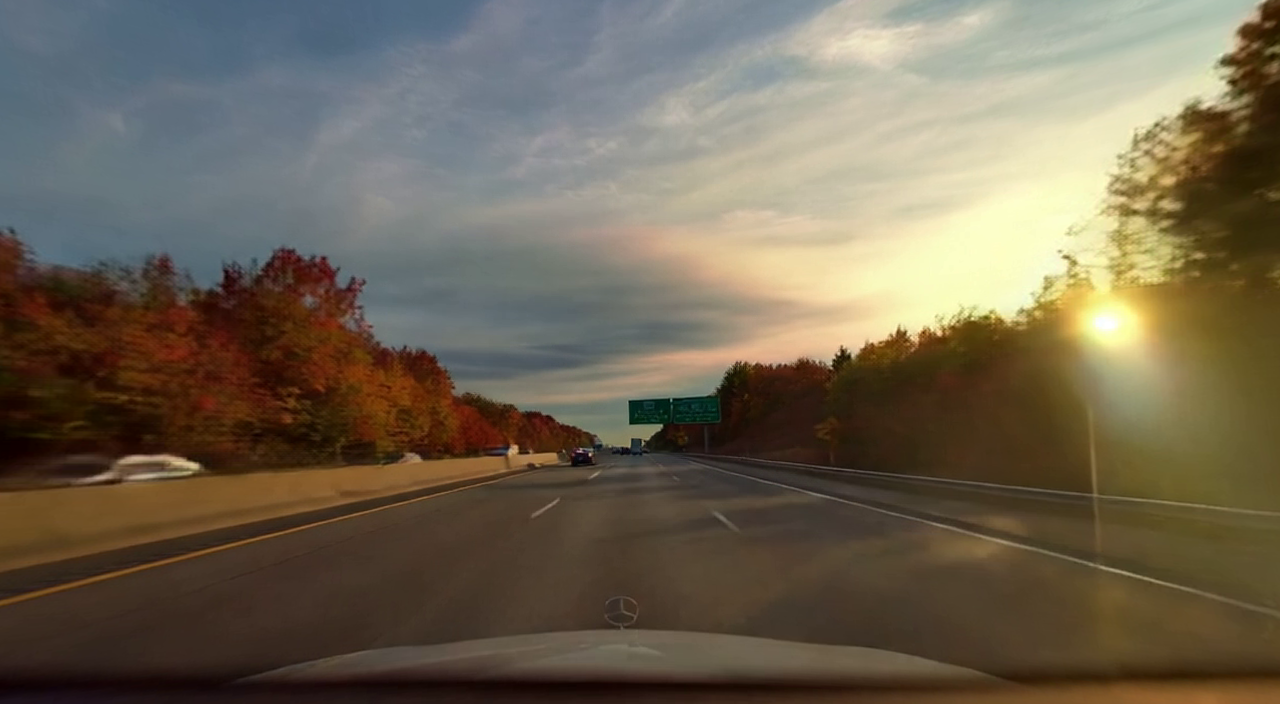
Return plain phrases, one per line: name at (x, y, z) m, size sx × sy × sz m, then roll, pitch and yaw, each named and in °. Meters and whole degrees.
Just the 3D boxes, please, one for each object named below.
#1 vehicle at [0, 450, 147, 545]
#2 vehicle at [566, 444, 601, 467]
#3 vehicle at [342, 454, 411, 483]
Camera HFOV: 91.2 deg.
vehicle at (-11.229, 2.488, 10.969) m, size 1.859 × 1.504 × 4.035 m, roll 0°, pitch -9°, yaw 0°
vehicle at (-4.071, 7.590, 45.986) m, size 2.153 × 1.577 × 4.707 m, roll 0°, pitch -9°, yaw 0°
vehicle at (-14.890, 6.562, 35.657) m, size 1.882 × 1.484 × 4.531 m, roll -1°, pitch -9°, yaw 1°
